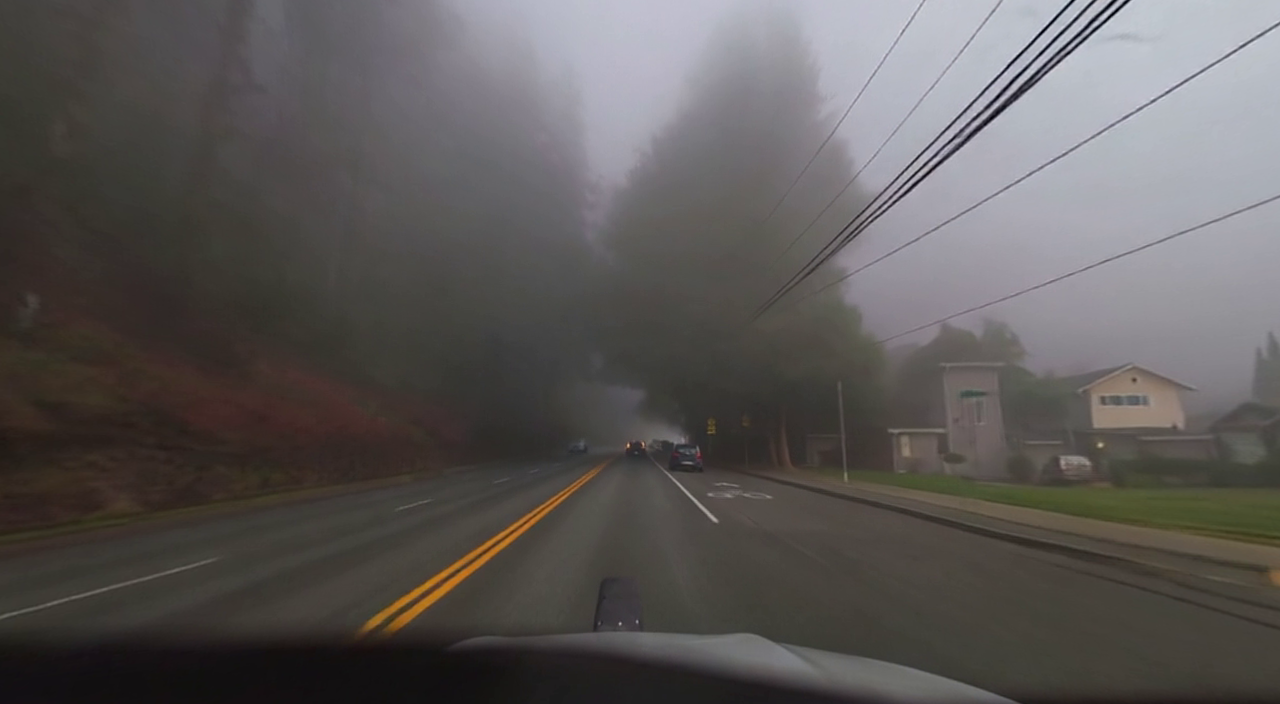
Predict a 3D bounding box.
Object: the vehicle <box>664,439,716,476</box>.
[{"bbox_3d":[2.172,4.698,28.207,1.975,1.497,3.647,1,-9,-1],"label":"vehicle"}]
